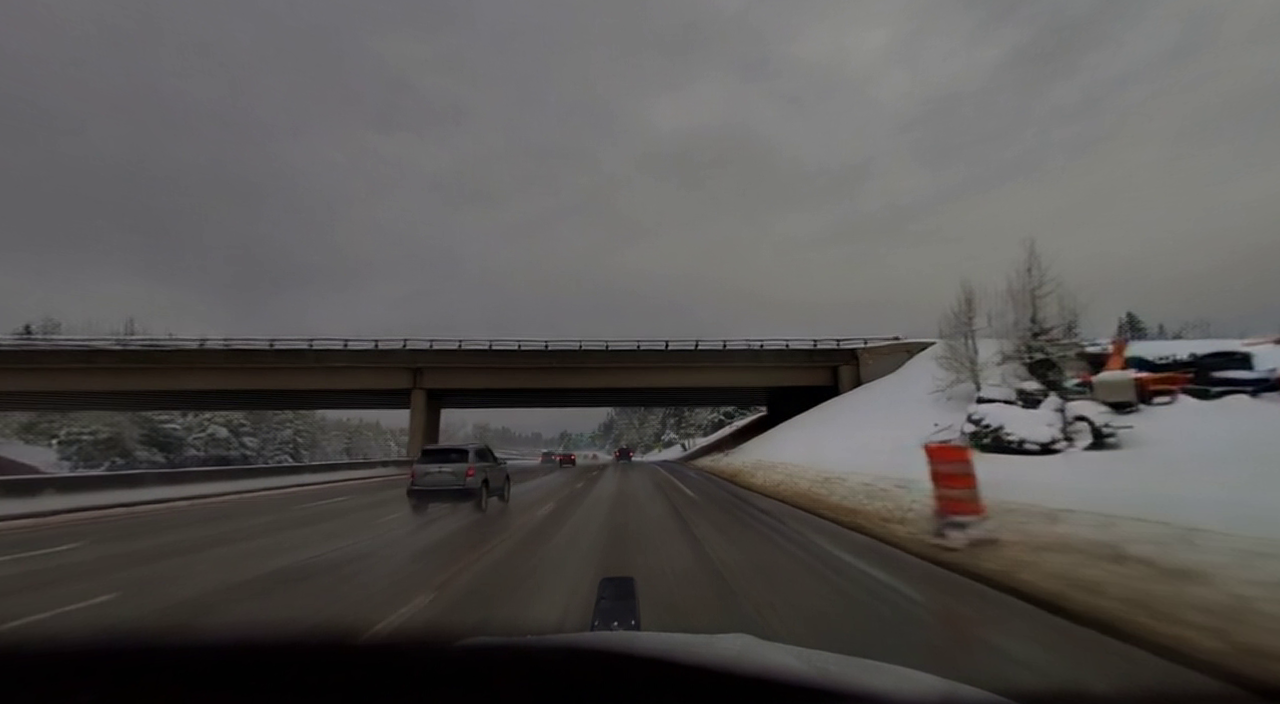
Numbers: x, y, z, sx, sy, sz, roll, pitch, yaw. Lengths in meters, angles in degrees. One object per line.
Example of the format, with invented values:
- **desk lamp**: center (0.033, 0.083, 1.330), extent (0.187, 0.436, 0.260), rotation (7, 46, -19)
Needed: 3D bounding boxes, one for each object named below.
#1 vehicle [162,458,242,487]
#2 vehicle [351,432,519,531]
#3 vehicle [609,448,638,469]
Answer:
- **vehicle**: center (-29.042, 7.976, 42.068), extent (2.012, 1.735, 4.649), rotation (-1, -9, -1)
- **vehicle**: center (-3.880, 2.512, 12.850), extent (2.024, 1.655, 4.192), rotation (0, -9, -1)
- **vehicle**: center (-1.258, 7.947, 47.485), extent (2.051, 1.459, 4.092), rotation (0, -9, -2)
